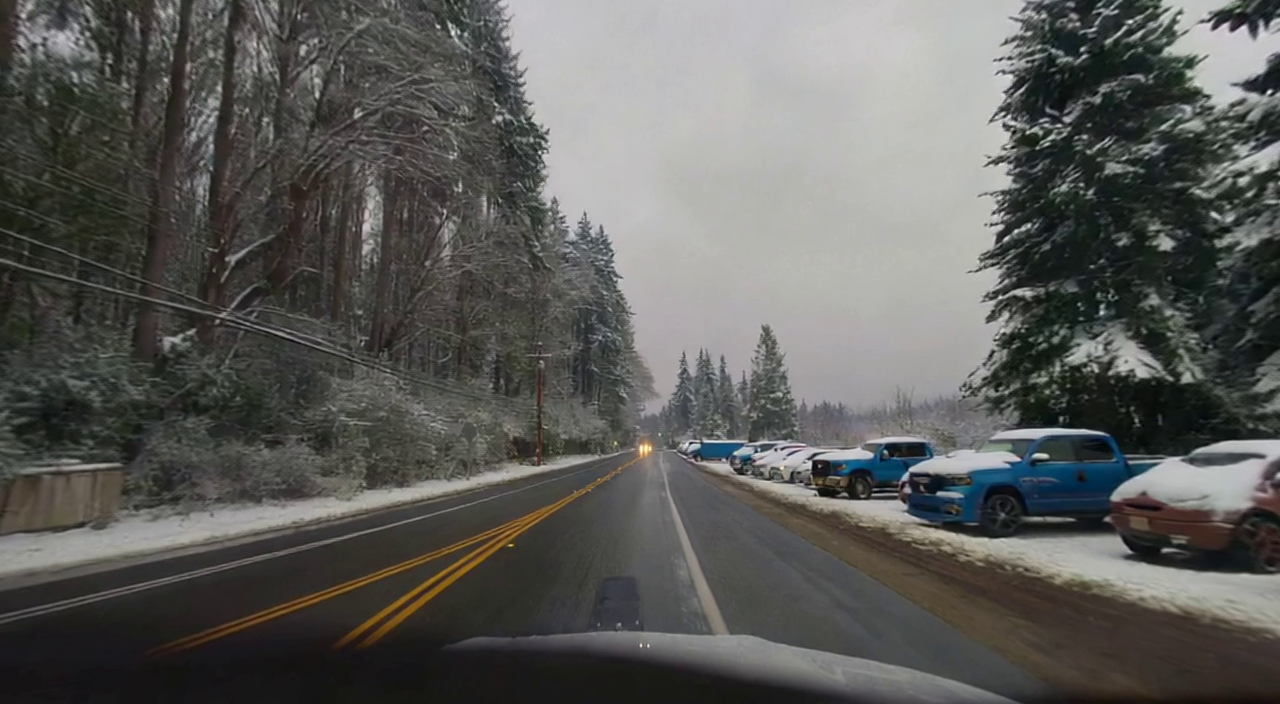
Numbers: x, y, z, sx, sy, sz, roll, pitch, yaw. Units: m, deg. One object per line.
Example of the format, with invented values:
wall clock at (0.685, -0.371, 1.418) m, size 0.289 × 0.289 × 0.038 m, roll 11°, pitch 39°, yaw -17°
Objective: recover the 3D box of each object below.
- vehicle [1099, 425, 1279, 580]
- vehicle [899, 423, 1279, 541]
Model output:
vehicle at (8.772, 1.861, 8.311) m, size 3.853 × 1.732 × 2.049 m, roll 0°, pitch -8°, yaw -3°
vehicle at (7.584, 2.192, 11.059) m, size 5.072 × 1.802 × 2.236 m, roll 0°, pitch -8°, yaw -3°
